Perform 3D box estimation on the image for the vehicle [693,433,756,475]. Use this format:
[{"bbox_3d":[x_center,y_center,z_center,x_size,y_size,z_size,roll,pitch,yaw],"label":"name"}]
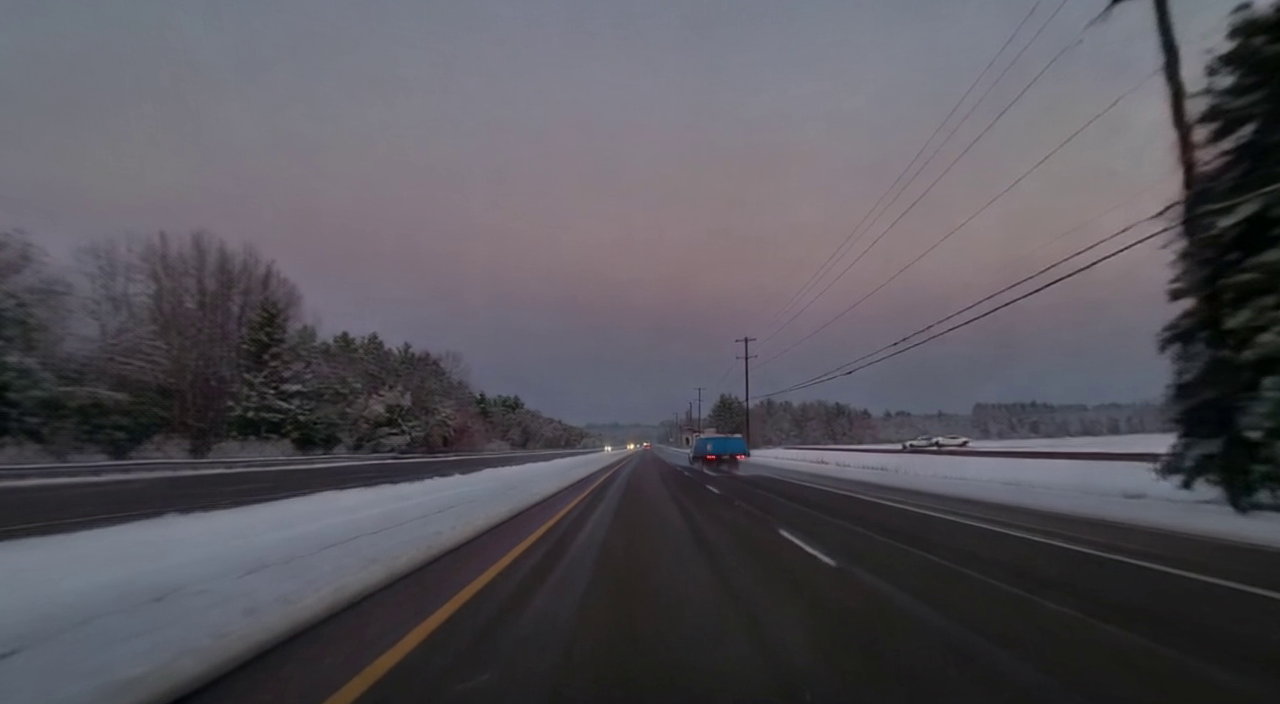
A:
[{"bbox_3d":[3.953,4.909,30.397,2.228,1.852,5.449,0,-8,-1],"label":"vehicle"}]
